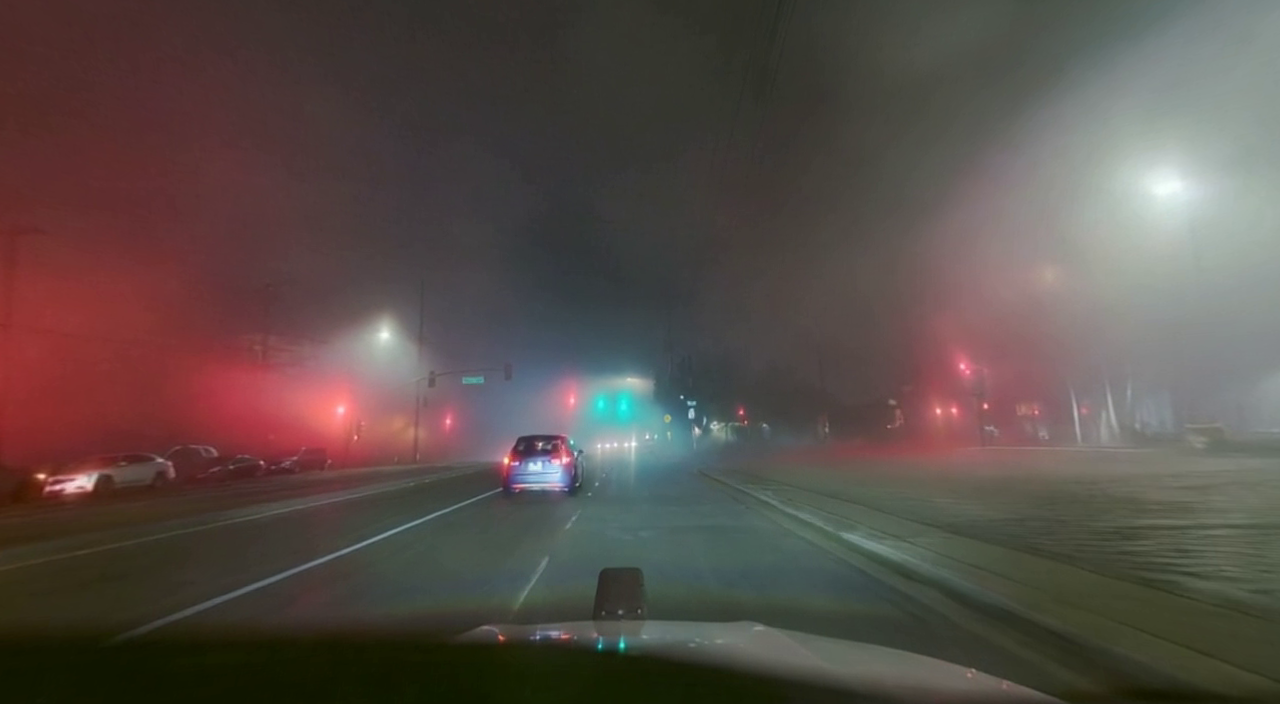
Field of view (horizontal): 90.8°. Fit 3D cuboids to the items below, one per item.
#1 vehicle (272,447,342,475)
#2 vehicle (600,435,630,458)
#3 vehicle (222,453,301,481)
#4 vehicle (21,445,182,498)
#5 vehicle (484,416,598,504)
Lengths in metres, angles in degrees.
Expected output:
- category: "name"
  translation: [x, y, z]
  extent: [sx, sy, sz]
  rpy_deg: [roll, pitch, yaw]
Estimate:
- category: "vehicle"
  translation: [-20.904, 6.832, 39.884]
  extent: [1.989, 1.689, 4.388]
  rpy_deg: [0, -9, 1]
- category: "vehicle"
  translation: [-1.860, 7.222, 48.141]
  extent: [2.144, 1.681, 3.855]
  rpy_deg: [0, -9, -1]
- category: "vehicle"
  translation: [-20.902, 6.336, 35.097]
  extent: [1.790, 1.415, 4.450]
  rpy_deg: [0, -9, -2]
- category: "vehicle"
  translation: [-20.512, 4.539, 24.445]
  extent: [2.015, 1.815, 4.856]
  rpy_deg: [0, -9, -2]
- category: "vehicle"
  translation: [-2.126, 2.483, 14.820]
  extent: [2.022, 1.757, 4.041]
  rpy_deg: [0, -8, 0]
